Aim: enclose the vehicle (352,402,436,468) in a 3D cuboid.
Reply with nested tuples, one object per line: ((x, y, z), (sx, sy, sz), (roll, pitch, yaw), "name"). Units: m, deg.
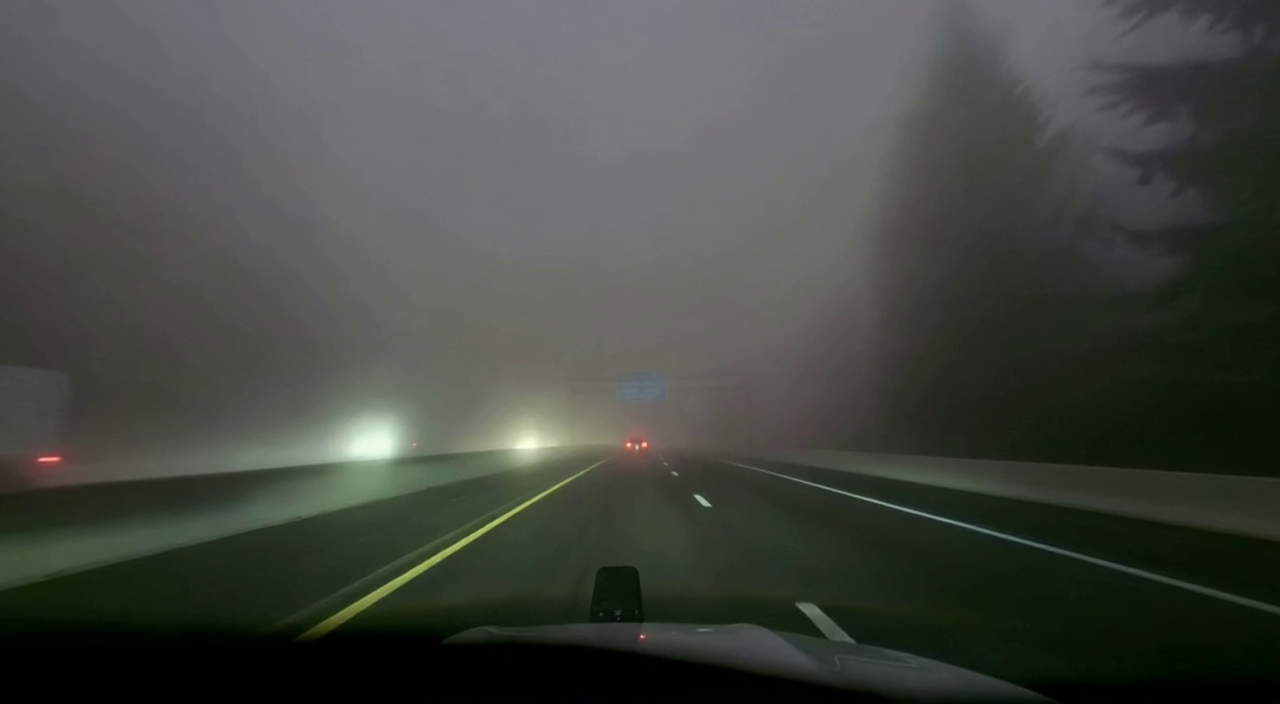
((-15.962, 5.480, 41.333), (2.950, 4.004, 5.950), (0, -8, 0), "vehicle")
